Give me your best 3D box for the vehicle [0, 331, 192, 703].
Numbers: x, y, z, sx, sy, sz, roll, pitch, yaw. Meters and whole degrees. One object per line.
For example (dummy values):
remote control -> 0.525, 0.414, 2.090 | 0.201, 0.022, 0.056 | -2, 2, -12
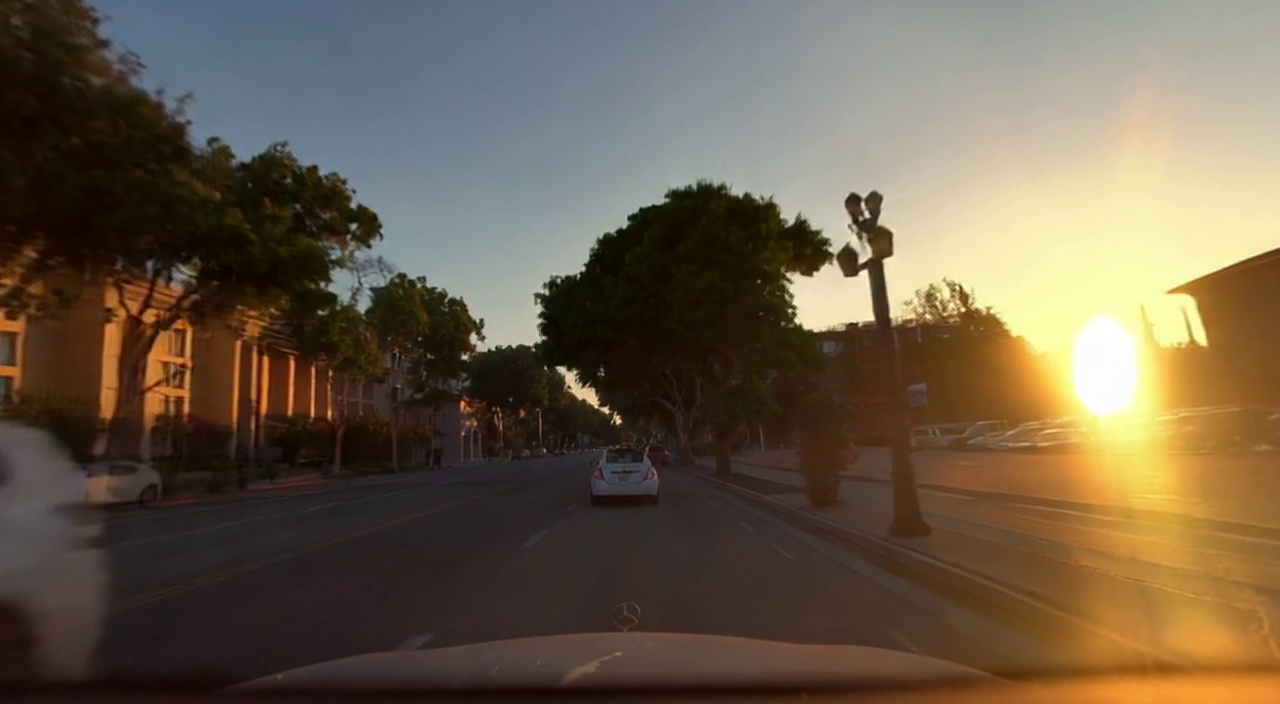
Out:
vehicle -> -3.263, 0.556, 0.533 | 2.294, 1.695, 4.792 | 0, -8, -1

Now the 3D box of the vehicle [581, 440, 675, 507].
vehicle -> -0.303, 3.062, 16.454 | 2.116, 1.479, 4.358 | 0, -8, -1
